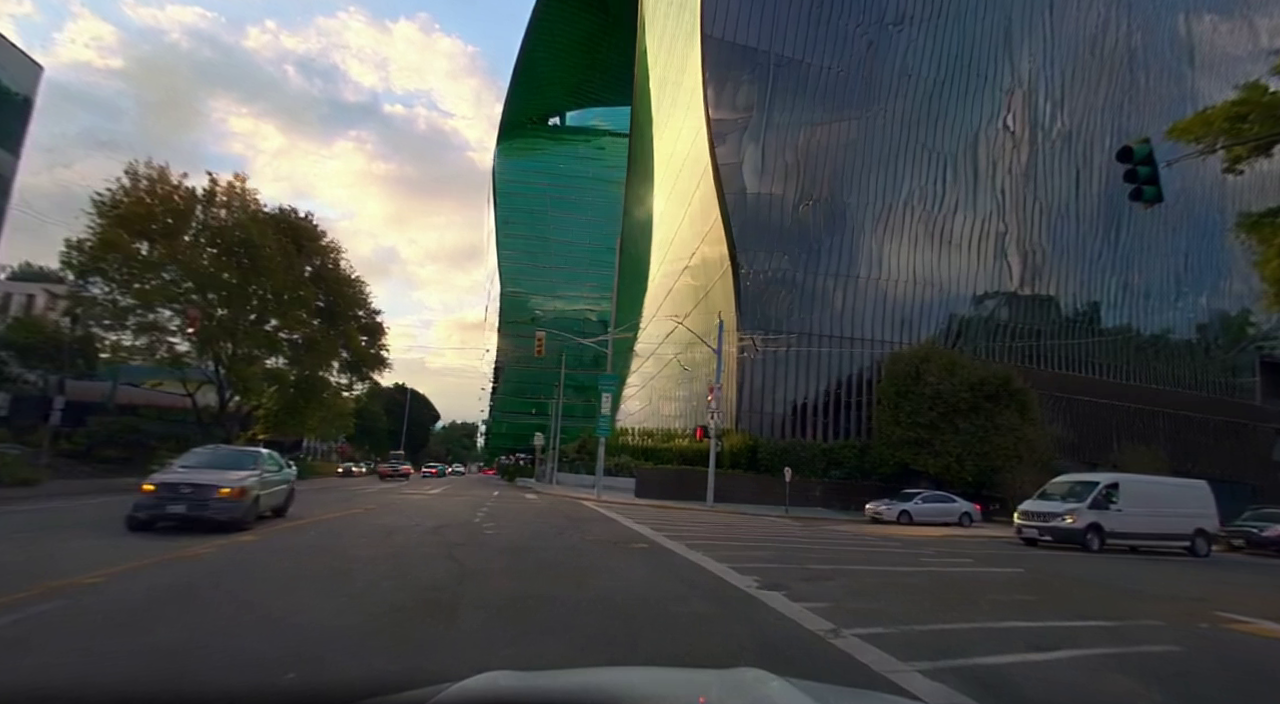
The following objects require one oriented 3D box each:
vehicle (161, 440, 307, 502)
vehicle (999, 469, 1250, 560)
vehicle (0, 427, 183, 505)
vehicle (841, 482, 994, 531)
[{"bbox_3d":[-12.369,3.690,19.625,2.166,1.686,4.382,2,-11,-10],"label":"vehicle"},{"bbox_3d":[12.292,4.070,16.120,5.252,2.013,2.104,3,-13,-15],"label":"vehicle"},{"bbox_3d":[-14.951,3.141,17.355,2.040,1.852,4.274,2,-11,-10],"label":"vehicle"},{"bbox_3d":[9.387,5.219,21.441,4.470,1.472,1.868,3,-11,-14],"label":"vehicle"}]
